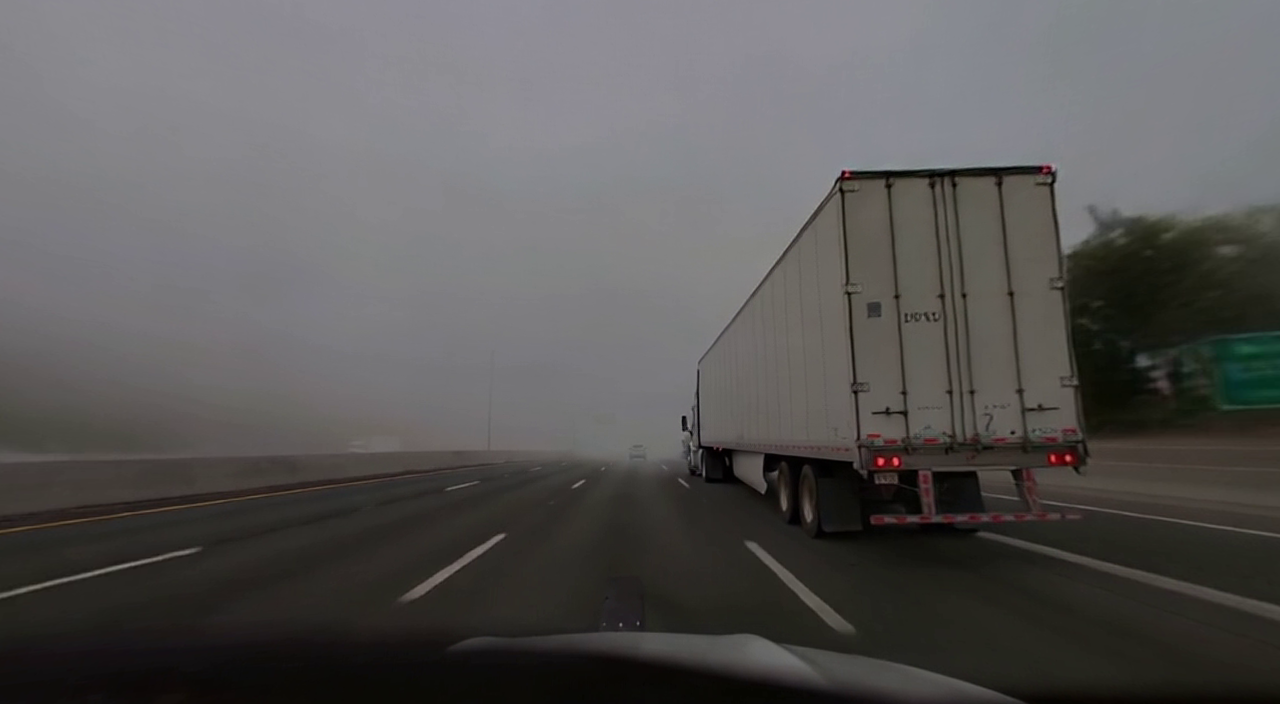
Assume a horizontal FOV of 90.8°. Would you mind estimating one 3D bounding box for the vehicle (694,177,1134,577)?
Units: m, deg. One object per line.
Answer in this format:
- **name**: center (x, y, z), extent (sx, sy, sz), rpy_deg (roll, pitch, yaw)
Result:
- **vehicle**: center (3.424, 1.395, 14.646), extent (2.743, 4.160, 16.408), rpy_deg (0, -9, -1)
